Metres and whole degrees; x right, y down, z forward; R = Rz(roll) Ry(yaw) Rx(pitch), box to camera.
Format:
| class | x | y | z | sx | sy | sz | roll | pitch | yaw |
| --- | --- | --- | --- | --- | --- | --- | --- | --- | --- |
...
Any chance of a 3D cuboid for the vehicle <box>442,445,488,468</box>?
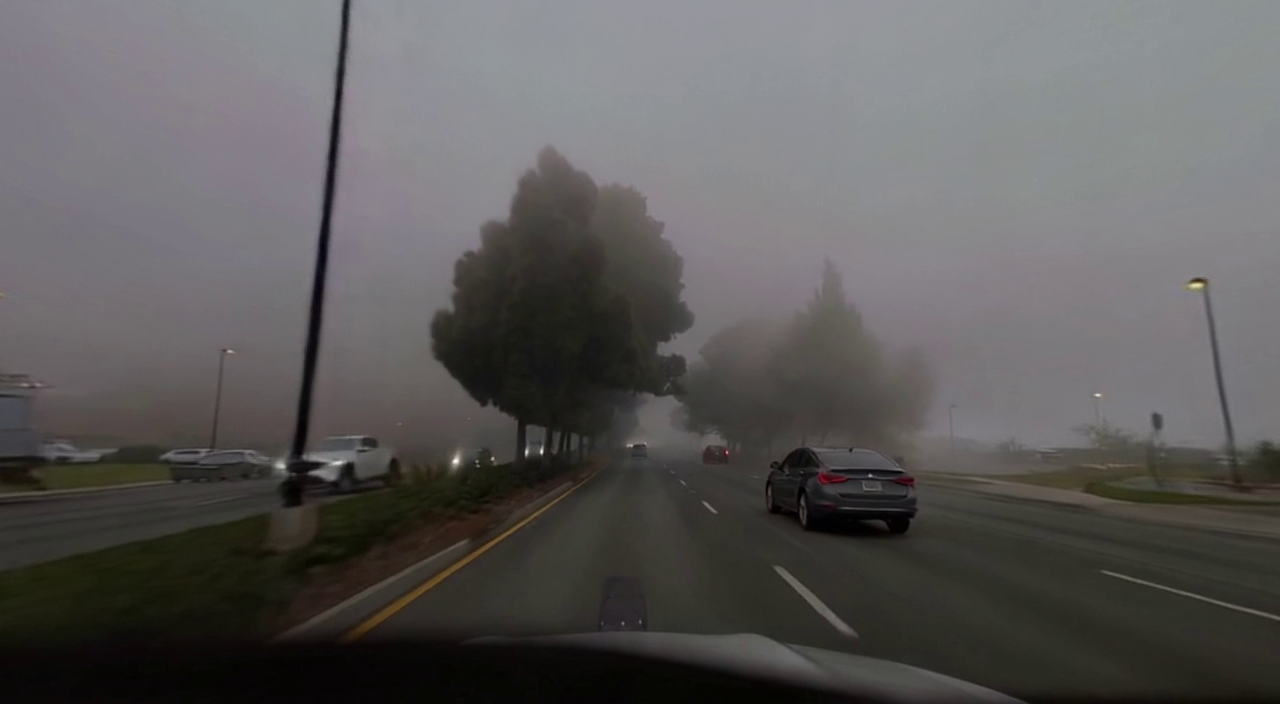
| class | x | y | z | sx | sy | sz | roll | pitch | yaw |
| --- | --- | --- | --- | --- | --- | --- | --- | --- | --- |
| vehicle | -12.174 | 7.310 | 44.039 | 1.878 | 1.470 | 4.477 | 0 | -8 | 1 |

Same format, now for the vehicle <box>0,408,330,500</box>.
| class | x | y | z | sx | sy | sz | roll | pitch | yaw |
| --- | --- | --- | --- | --- | --- | --- | --- | --- | --- |
| vehicle | -18.485 | 4.202 | 26.490 | 2.964 | 2.641 | 15.868 | -2 | -9 | 0 |

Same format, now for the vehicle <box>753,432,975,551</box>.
| class | x | y | z | sx | sy | sz | roll | pitch | yaw |
| --- | --- | --- | --- | --- | --- | --- | --- | --- | --- |
| vehicle | 3.262 | 2.113 | 10.272 | 1.935 | 1.501 | 4.384 | 0 | -9 | -1 |

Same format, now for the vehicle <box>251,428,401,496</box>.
| class | x | y | z | sx | sy | sz | roll | pitch | yaw |
| --- | --- | --- | --- | --- | --- | --- | --- | --- | --- |
| vehicle | -9.075 | 3.215 | 18.749 | 1.953 | 1.753 | 4.843 | 0 | -9 | 0 |

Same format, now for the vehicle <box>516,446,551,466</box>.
| class | x | y | z | sx | sy | sz | roll | pitch | yaw |
| --- | --- | --- | --- | --- | --- | --- | --- | --- | --- |
| vehicle | -8.340 | 8.145 | 49.392 | 1.926 | 1.509 | 4.303 | 0 | -9 | 1 |
